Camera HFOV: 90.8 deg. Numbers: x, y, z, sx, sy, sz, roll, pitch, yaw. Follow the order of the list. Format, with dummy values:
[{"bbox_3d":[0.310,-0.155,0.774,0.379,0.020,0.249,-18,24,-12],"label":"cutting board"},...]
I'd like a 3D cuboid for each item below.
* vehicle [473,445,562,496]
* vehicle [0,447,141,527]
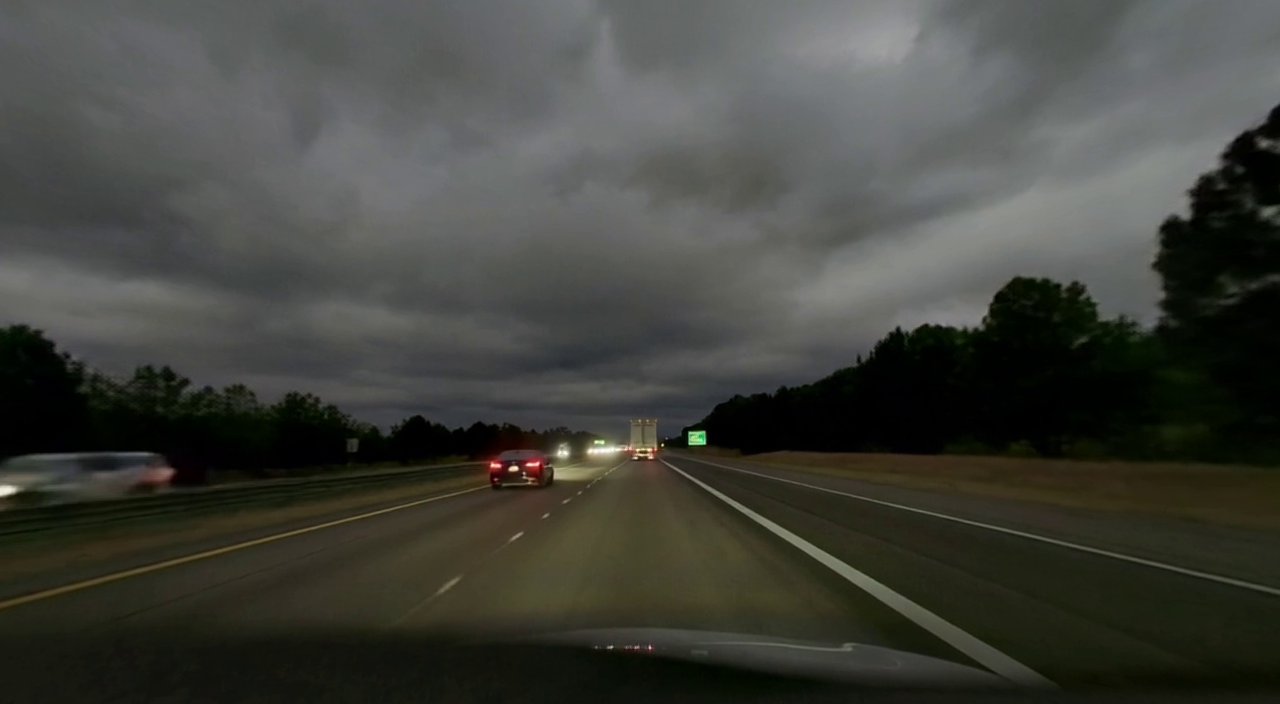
[{"bbox_3d":[-3.793,3.747,20.253,1.955,1.438,4.100,-1,-9,1],"label":"vehicle"},{"bbox_3d":[-13.299,2.755,13.136,2.005,1.521,4.592,-1,-9,1],"label":"vehicle"}]
